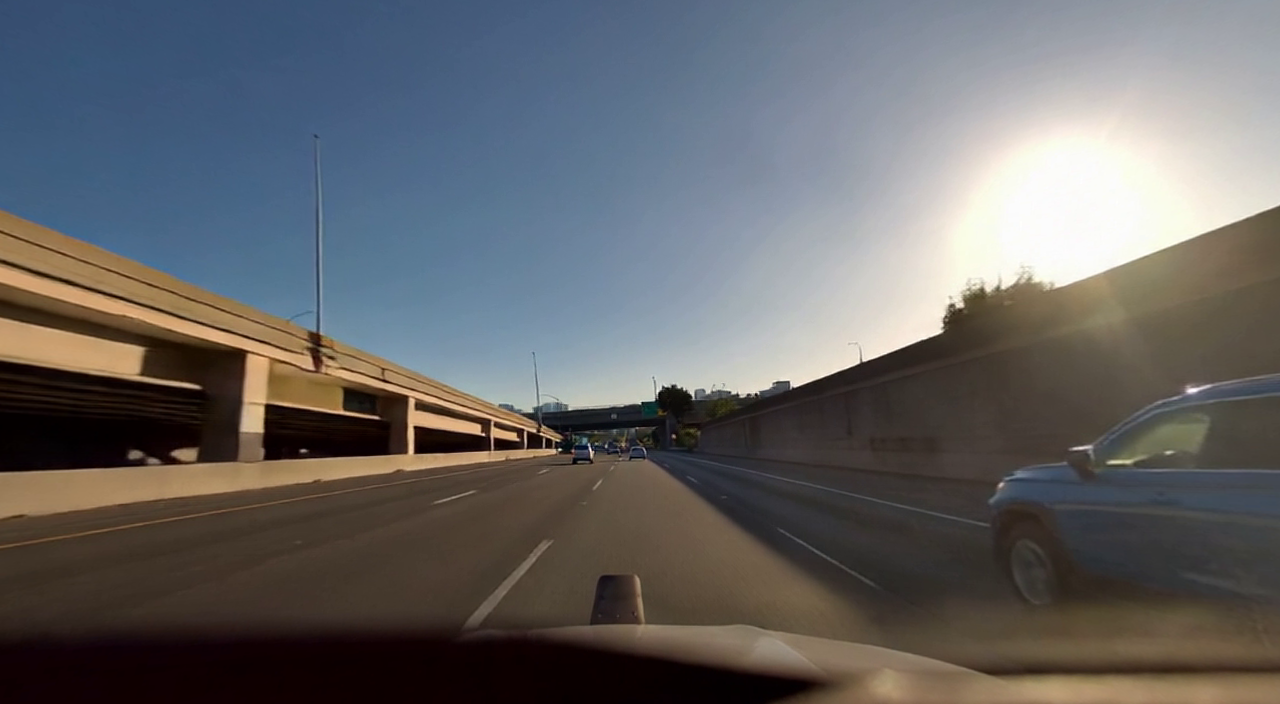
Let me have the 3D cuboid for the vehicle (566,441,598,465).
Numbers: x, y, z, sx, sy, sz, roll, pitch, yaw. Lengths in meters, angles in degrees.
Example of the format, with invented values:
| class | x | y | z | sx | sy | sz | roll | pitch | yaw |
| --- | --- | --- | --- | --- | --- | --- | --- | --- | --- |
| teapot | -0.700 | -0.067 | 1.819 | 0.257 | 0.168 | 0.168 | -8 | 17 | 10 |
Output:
| class | x | y | z | sx | sy | sz | roll | pitch | yaw |
| --- | --- | --- | --- | --- | --- | --- | --- | --- | --- |
| vehicle | -4.156 | 7.305 | 45.939 | 2.000 | 1.646 | 4.201 | 0 | -8 | -1 |

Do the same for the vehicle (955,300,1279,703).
| class | x | y | z | sx | sy | sz | roll | pitch | yaw |
| --- | --- | --- | --- | --- | --- | --- | --- | --- | --- |
| vehicle | 3.706 | 0.730 | 2.596 | 2.288 | 1.841 | 4.779 | 0 | -8 | -1 |

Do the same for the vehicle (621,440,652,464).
| class | x | y | z | sx | sy | sz | roll | pitch | yaw |
| --- | --- | --- | --- | --- | --- | --- | --- | --- | --- |
| vehicle | -0.277 | 7.313 | 46.325 | 2.132 | 1.657 | 3.967 | 0 | -8 | -1 |
